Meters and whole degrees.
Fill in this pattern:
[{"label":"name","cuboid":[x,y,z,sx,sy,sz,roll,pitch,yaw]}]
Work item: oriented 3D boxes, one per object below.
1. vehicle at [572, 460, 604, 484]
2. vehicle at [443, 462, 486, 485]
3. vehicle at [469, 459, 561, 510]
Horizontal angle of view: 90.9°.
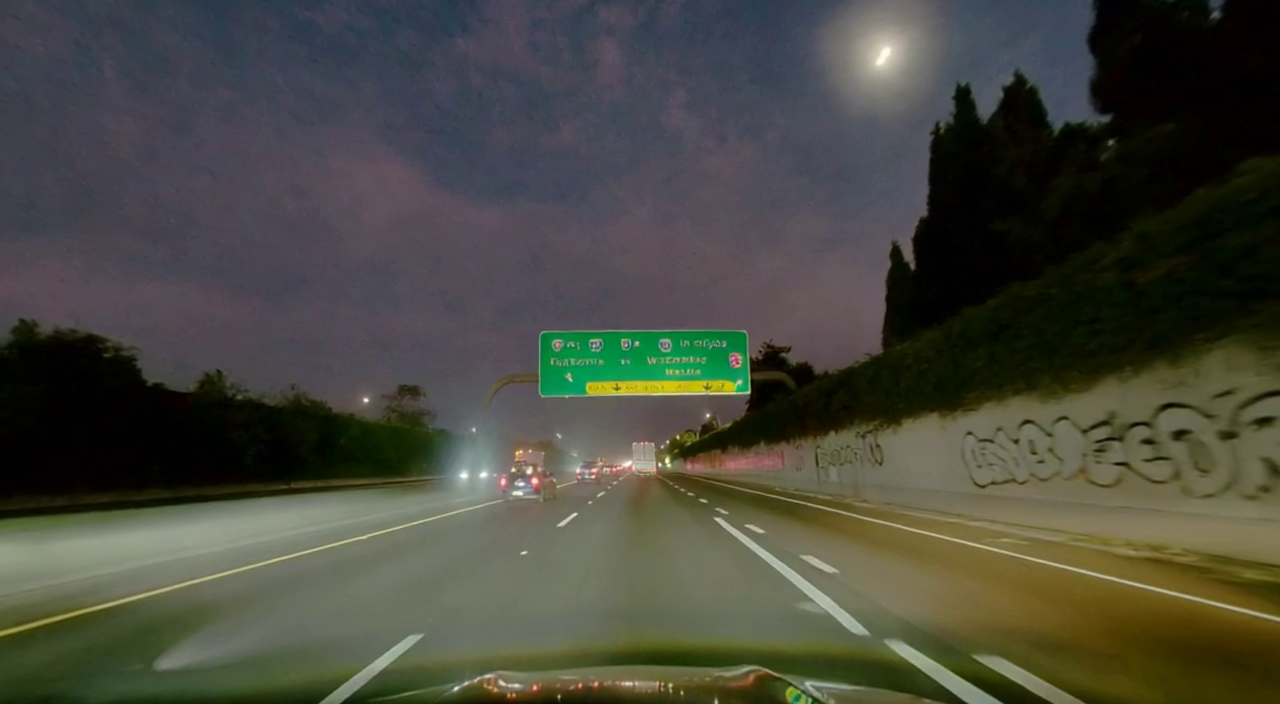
[{"label":"vehicle","cuboid":[-3.861,8.961,47.118,2.032,1.625,4.023,1,-10,0]},{"label":"vehicle","cuboid":[-12.540,8.692,45.249,1.874,1.514,4.246,1,-10,0]},{"label":"vehicle","cuboid":[-3.935,4.269,20.564,2.054,1.443,4.131,0,-10,1]}]
